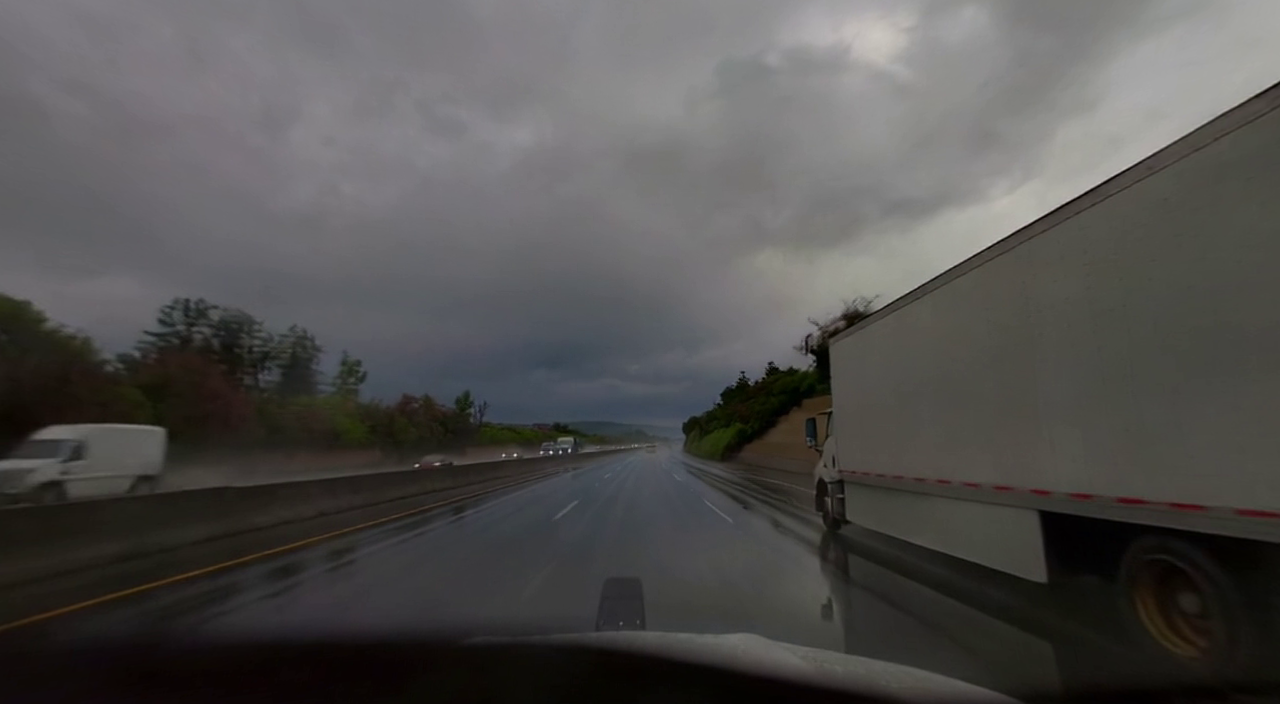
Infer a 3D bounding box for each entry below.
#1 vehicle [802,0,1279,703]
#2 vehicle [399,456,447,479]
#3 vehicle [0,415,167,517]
[{"bbox_3d":[4.091,0.571,5.939,2.771,3.313,8.121,0,-9,-1],"label":"vehicle"},{"bbox_3d":[-14.691,7.808,42.943,1.904,1.469,3.904,0,-9,0],"label":"vehicle"},{"bbox_3d":[-19.617,3.695,20.783,2.658,2.883,6.850,0,-9,0],"label":"vehicle"}]
